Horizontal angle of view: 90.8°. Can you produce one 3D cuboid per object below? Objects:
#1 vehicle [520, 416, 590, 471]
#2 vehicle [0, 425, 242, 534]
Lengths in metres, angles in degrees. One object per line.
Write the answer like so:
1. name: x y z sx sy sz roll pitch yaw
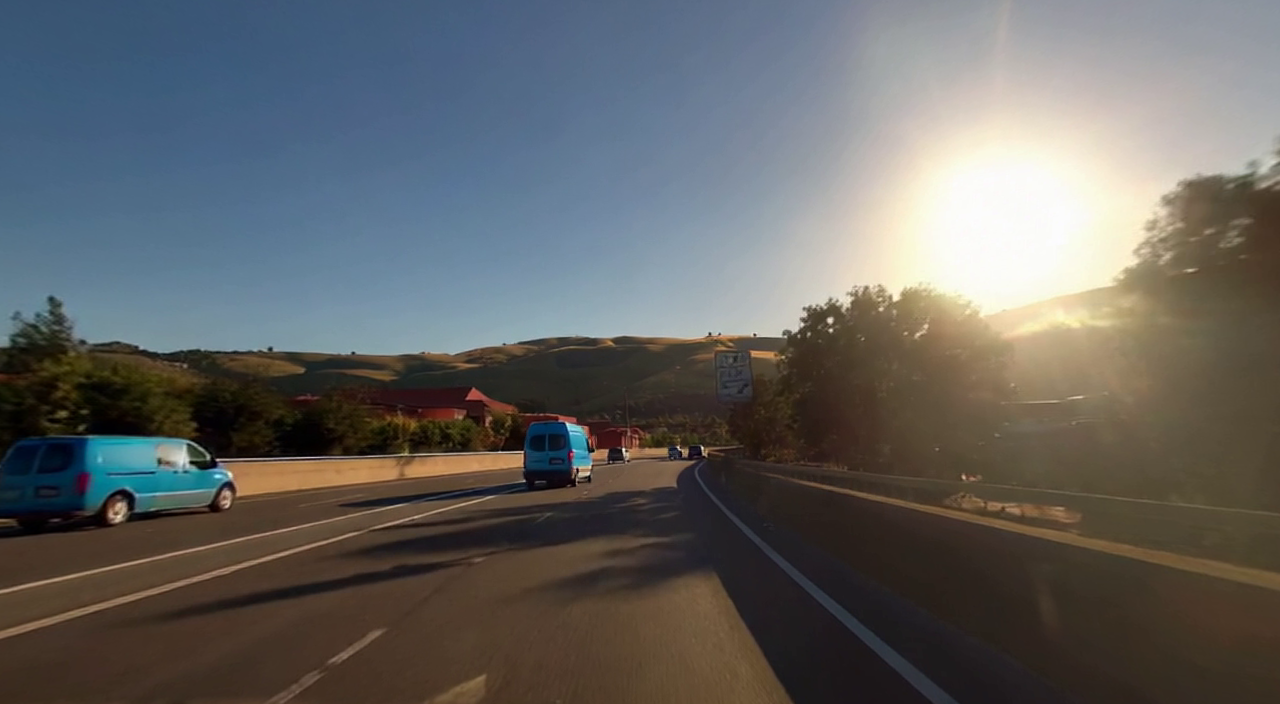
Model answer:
1. vehicle: -4.536 5.077 35.026 2.314 2.703 6.441 -1 -8 6
2. vehicle: -9.412 2.125 11.158 1.821 1.524 4.342 0 -8 1
